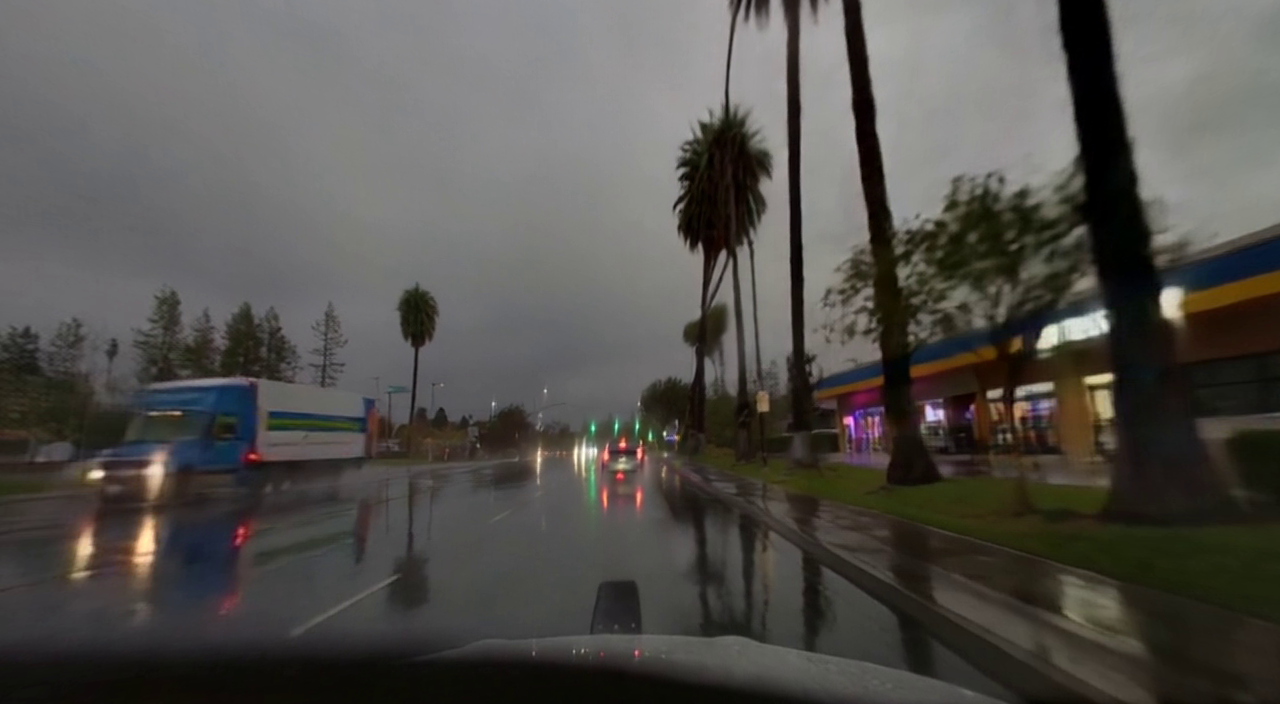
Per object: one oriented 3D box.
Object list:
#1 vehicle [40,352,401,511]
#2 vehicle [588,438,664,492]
[{"bbox_3d":[-11.643,2.673,20.331,3.022,3.532,12.586,0,-8,0],"label":"vehicle"},{"bbox_3d":[-0.409,3.428,19.509,2.076,1.486,4.119,0,-8,-1],"label":"vehicle"}]
